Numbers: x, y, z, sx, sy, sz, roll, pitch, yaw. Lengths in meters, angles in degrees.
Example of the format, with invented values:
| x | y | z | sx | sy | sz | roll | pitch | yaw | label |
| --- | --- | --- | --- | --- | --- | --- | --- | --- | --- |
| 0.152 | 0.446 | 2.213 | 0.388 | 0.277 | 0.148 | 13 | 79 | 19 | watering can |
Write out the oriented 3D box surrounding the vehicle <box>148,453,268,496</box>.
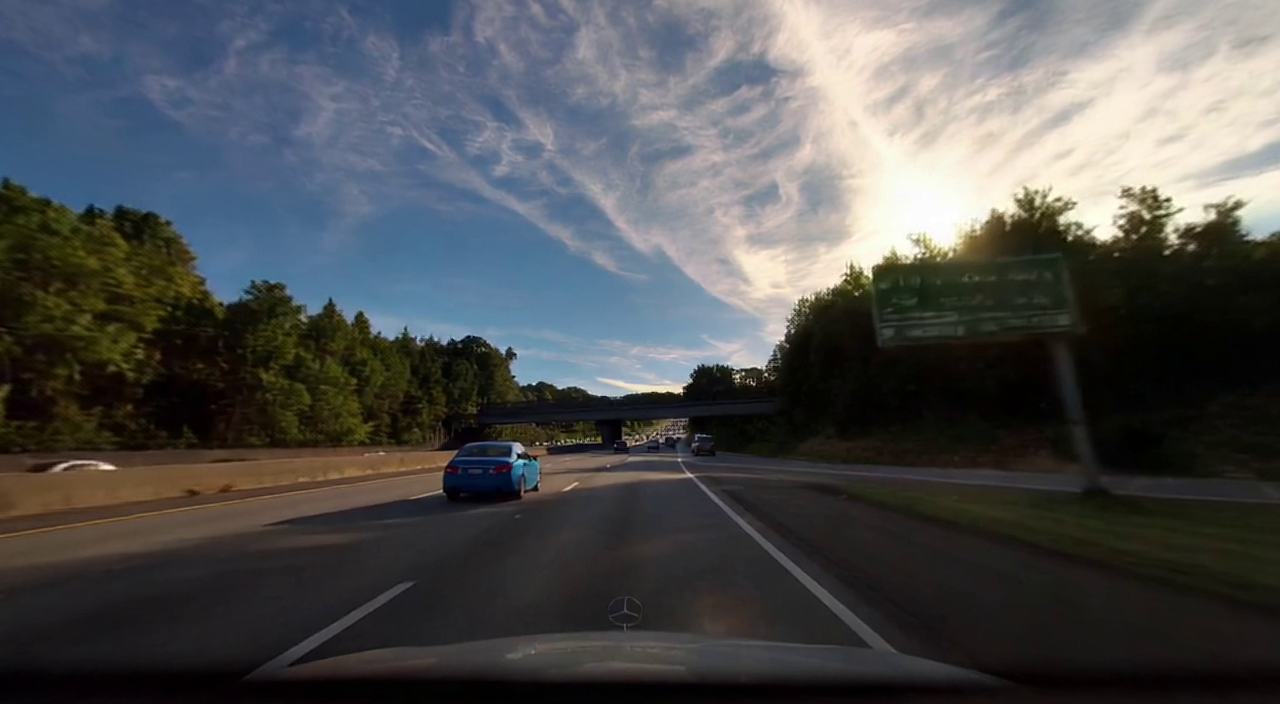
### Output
| x | y | z | sx | sy | sz | roll | pitch | yaw | label |
| --- | --- | --- | --- | --- | --- | --- | --- | --- | --- |
| -15.589 | 4.408 | 22.952 | 1.825 | 1.369 | 3.529 | 0 | -8 | 0 | vehicle |

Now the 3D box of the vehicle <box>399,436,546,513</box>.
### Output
| x | y | z | sx | sy | sz | roll | pitch | yaw | label |
| --- | --- | --- | --- | --- | --- | --- | --- | --- | --- |
| -3.543 | 2.680 | 14.319 | 1.996 | 1.454 | 4.495 | 0 | -8 | 2 | vehicle |

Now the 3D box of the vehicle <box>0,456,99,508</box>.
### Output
| x | y | z | sx | sy | sz | roll | pitch | yaw | label |
| --- | --- | --- | --- | --- | --- | --- | --- | --- | --- |
| -19.194 | 3.947 | 19.308 | 1.713 | 1.413 | 3.824 | 0 | -8 | 1 | vehicle |
